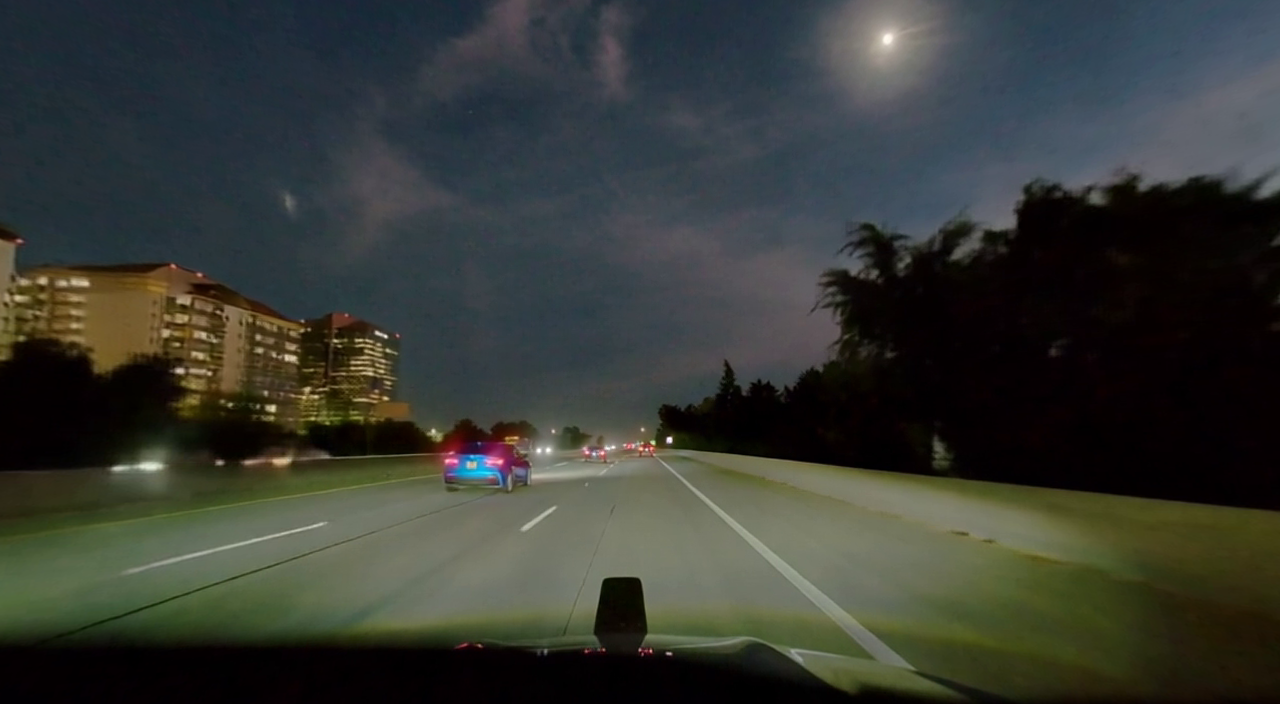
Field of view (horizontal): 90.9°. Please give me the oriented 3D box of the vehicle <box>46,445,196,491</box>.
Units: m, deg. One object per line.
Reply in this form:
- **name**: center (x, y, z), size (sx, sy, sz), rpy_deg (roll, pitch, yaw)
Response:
- **vehicle**: center (-21.185, 4.732, 26.105), size (2.012, 1.688, 4.869), rpy_deg (0, -8, 0)

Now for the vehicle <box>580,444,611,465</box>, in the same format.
- **vehicle**: center (-3.288, 7.601, 46.932), size (1.926, 1.464, 4.186), rpy_deg (0, -8, 1)

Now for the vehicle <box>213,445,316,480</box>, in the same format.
- **vehicle**: center (-17.395, 5.098, 29.523), size (1.978, 1.510, 4.462), rpy_deg (0, -8, 1)

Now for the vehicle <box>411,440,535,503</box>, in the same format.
- **vehicle**: center (-4.314, 3.148, 17.111), size (2.083, 1.471, 4.350), rpy_deg (0, -8, 1)
